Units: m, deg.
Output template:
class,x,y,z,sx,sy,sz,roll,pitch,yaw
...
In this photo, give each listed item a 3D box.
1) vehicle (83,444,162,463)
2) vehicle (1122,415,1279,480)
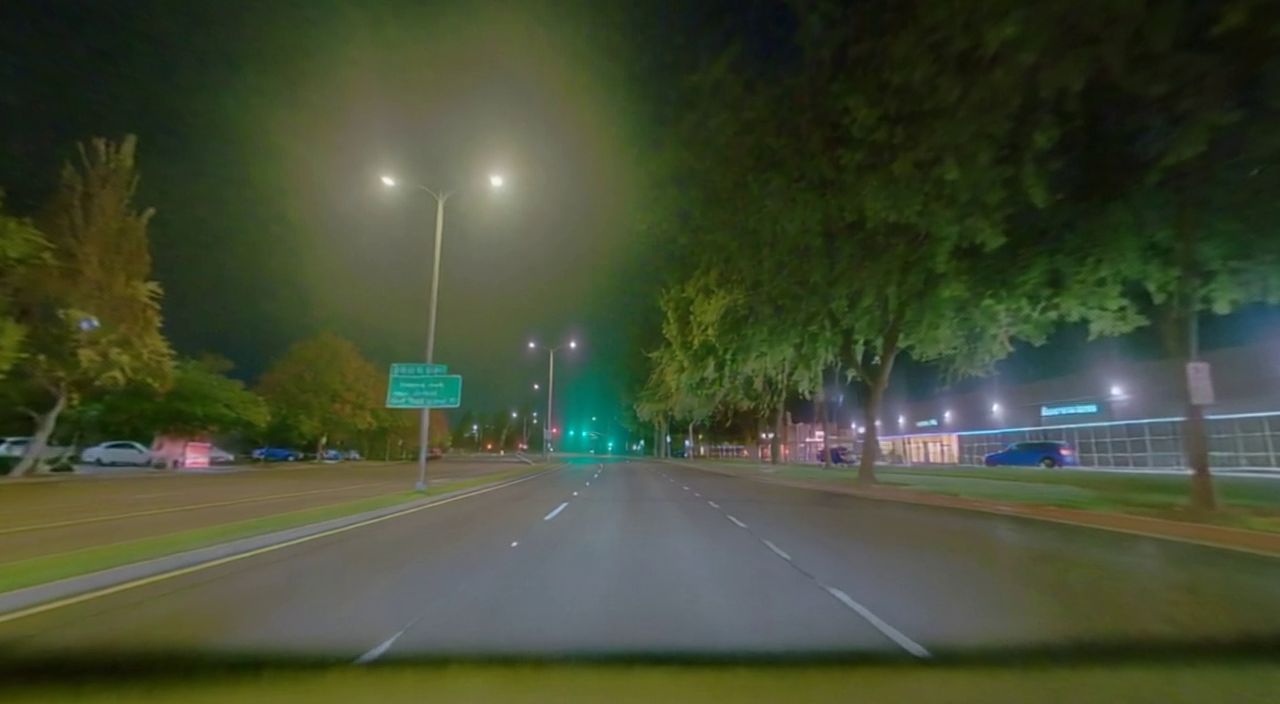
class,x,y,z,sx,sy,sz,roll,pitch,yaw
vehicle,-38.420,7.538,47.007,4.162,1.246,1.739,2,-9,-23
vehicle,37.228,5.788,38.267,3.455,3.683,12.209,4,-10,-25
